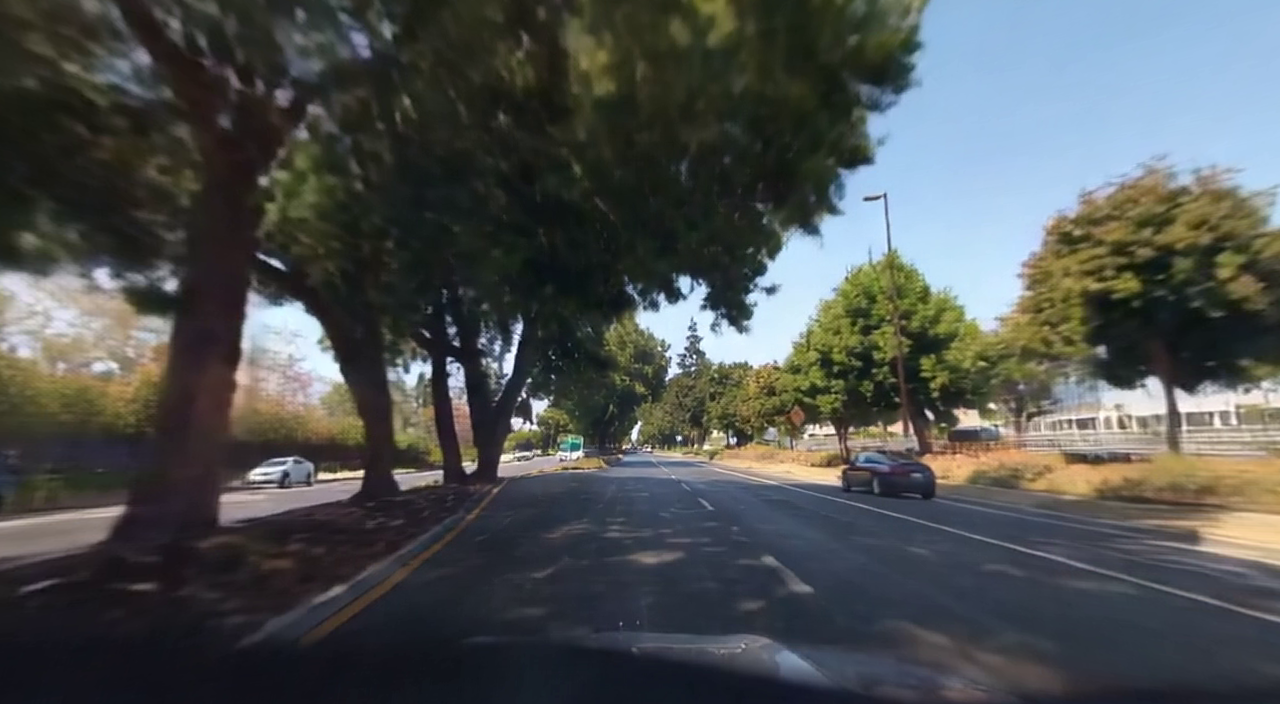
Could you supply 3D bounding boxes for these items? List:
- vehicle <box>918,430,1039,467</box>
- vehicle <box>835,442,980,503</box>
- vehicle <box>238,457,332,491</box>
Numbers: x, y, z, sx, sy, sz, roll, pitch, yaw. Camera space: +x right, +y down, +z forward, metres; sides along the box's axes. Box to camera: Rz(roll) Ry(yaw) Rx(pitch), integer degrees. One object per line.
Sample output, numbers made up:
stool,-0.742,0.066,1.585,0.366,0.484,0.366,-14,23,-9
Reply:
vehicle,16.601,4.758,31.180,4.807,1.768,1.947,-1,-8,2
vehicle,7.193,3.257,17.615,1.961,1.465,4.468,0,-8,-2
vehicle,-17.796,6.119,31.985,1.961,1.437,4.867,0,-8,0
